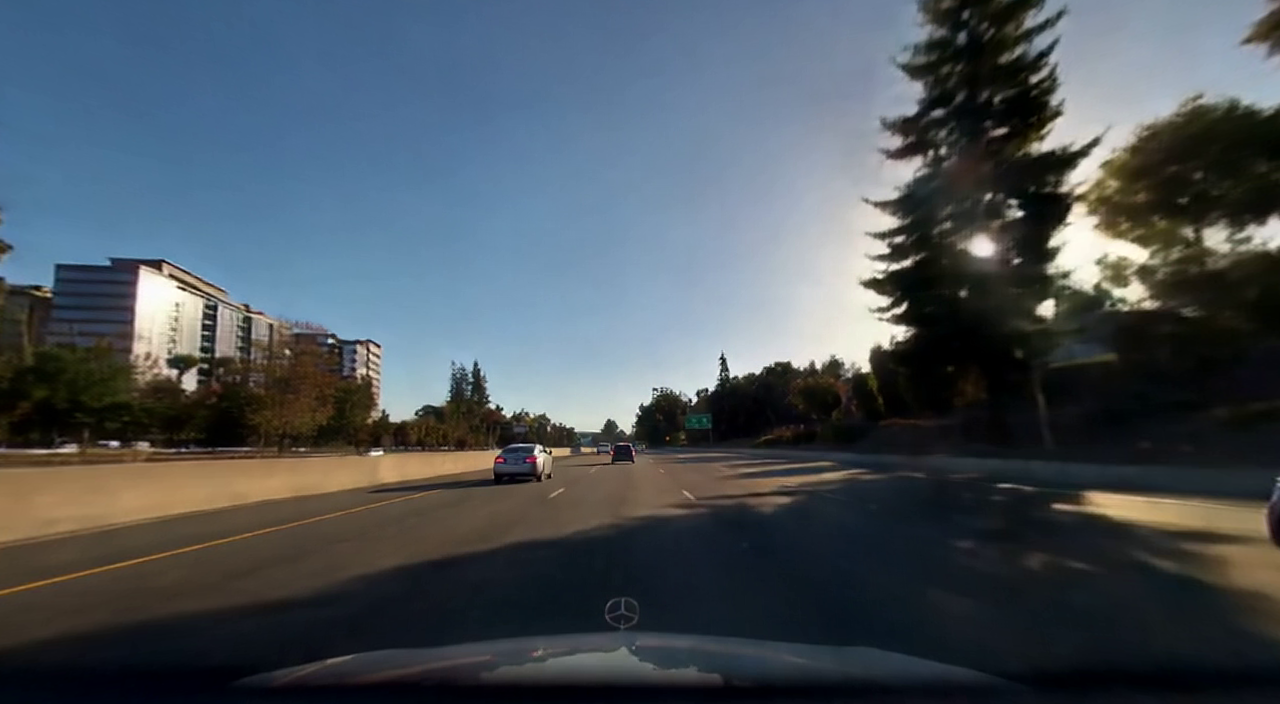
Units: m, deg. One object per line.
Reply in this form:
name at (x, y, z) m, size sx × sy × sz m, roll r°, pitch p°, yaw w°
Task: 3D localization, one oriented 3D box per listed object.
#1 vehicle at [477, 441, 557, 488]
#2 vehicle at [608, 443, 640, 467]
vehicle at (-4.157, 3.875, 22.120) m, size 1.886 × 1.465 × 4.625 m, roll 0°, pitch -9°, yaw 0°
vehicle at (-1.041, 6.854, 42.024) m, size 1.997 × 1.485 × 4.094 m, roll 0°, pitch -8°, yaw -1°
